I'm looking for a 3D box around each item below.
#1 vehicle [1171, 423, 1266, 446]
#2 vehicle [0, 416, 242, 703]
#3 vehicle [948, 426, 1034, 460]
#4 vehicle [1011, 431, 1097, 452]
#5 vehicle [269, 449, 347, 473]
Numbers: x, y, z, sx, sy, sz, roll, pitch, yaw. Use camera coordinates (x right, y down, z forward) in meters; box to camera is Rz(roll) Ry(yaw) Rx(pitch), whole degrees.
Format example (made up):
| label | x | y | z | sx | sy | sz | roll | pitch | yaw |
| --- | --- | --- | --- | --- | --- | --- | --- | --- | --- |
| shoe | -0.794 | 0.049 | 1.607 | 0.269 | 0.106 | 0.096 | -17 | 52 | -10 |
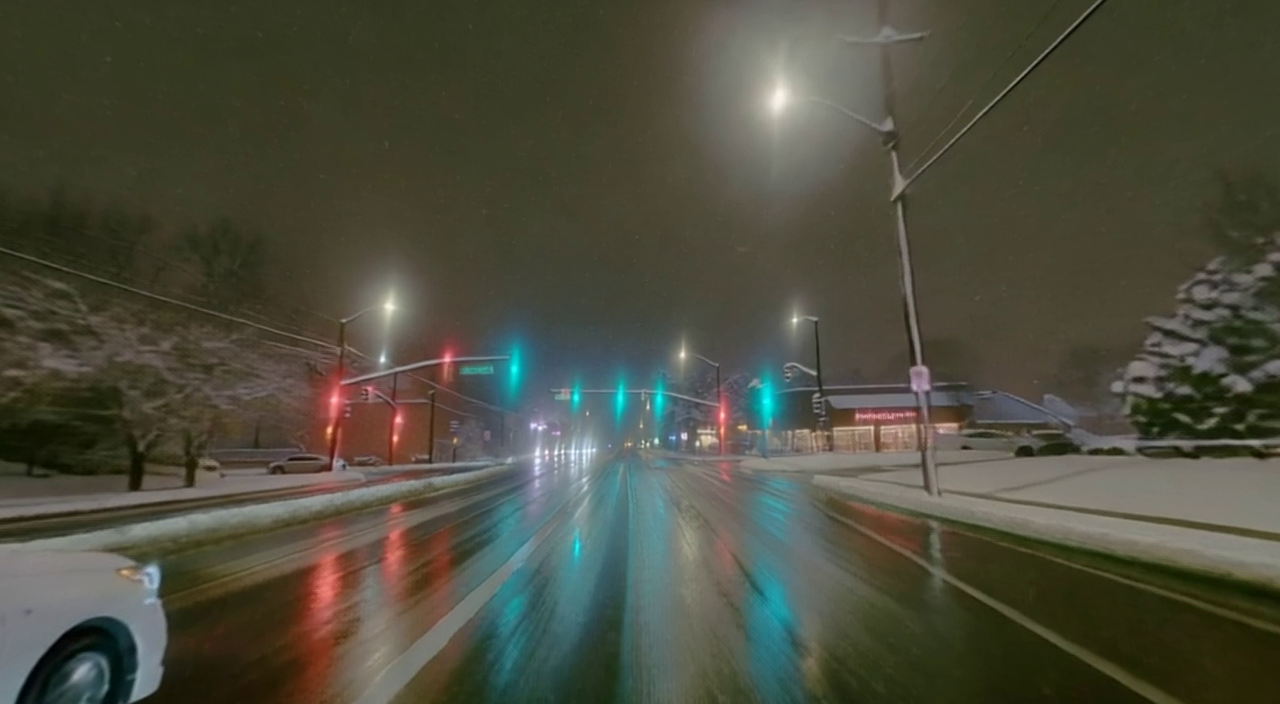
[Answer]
| label | x | y | z | sx | sy | sz | roll | pitch | yaw |
| --- | --- | --- | --- | --- | --- | --- | --- | --- | --- |
| vehicle | 39.575 | 5.670 | 43.283 | 4.491 | 1.456 | 1.844 | -1 | -9 | 3 |
| vehicle | -2.910 | 0.746 | 0.754 | 1.874 | 1.424 | 4.553 | 0 | -8 | 1 |
| vehicle | 18.656 | 4.873 | 33.843 | 1.879 | 1.643 | 4.484 | 0 | -8 | -3 |
| vehicle | 28.568 | 6.194 | 43.677 | 4.663 | 1.400 | 1.716 | -1 | -8 | 2 |
| vehicle | -25.159 | 8.277 | 48.024 | 4.727 | 1.719 | 2.095 | -1 | -8 | 2 |
